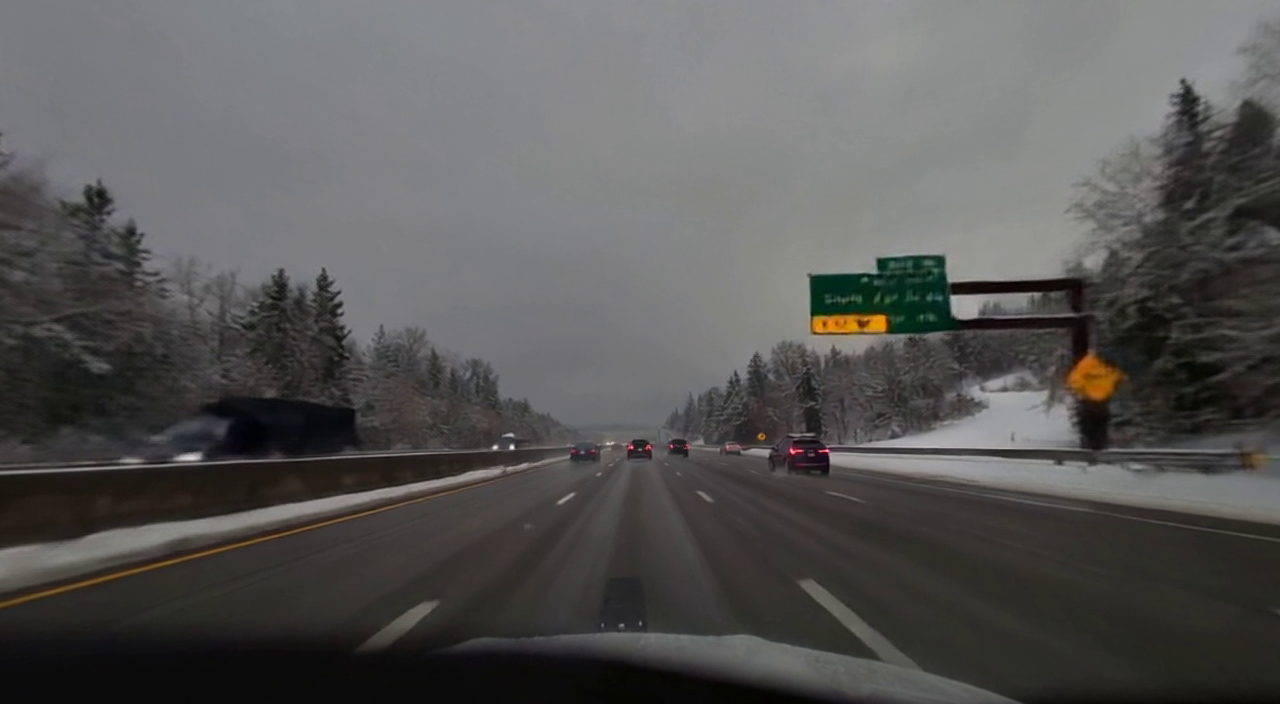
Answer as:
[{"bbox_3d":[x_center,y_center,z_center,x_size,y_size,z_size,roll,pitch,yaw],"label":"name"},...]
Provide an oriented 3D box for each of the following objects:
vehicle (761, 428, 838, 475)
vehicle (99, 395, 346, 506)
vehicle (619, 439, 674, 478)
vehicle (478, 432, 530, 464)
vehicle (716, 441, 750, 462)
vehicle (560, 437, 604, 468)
[{"bbox_3d":[7.088,4.502,28.698,2.094,1.916,5.099,0,-8,-1],"label":"vehicle"},{"bbox_3d":[-12.652,3.117,20.269,2.779,2.896,7.441,0,-8,0],"label":"vehicle"},{"bbox_3d":[0.233,4.398,26.208,2.071,1.464,4.162,0,-8,0],"label":"vehicle"},{"bbox_3d":[-9.330,6.690,43.886,2.331,2.070,5.440,0,-8,1],"label":"vehicle"},{"bbox_3d":[7.068,7.569,48.220,1.894,1.511,4.148,0,-8,-1],"label":"vehicle"},{"bbox_3d":[-3.391,5.953,37.675,2.140,1.720,4.410,0,-8,1],"label":"vehicle"}]
